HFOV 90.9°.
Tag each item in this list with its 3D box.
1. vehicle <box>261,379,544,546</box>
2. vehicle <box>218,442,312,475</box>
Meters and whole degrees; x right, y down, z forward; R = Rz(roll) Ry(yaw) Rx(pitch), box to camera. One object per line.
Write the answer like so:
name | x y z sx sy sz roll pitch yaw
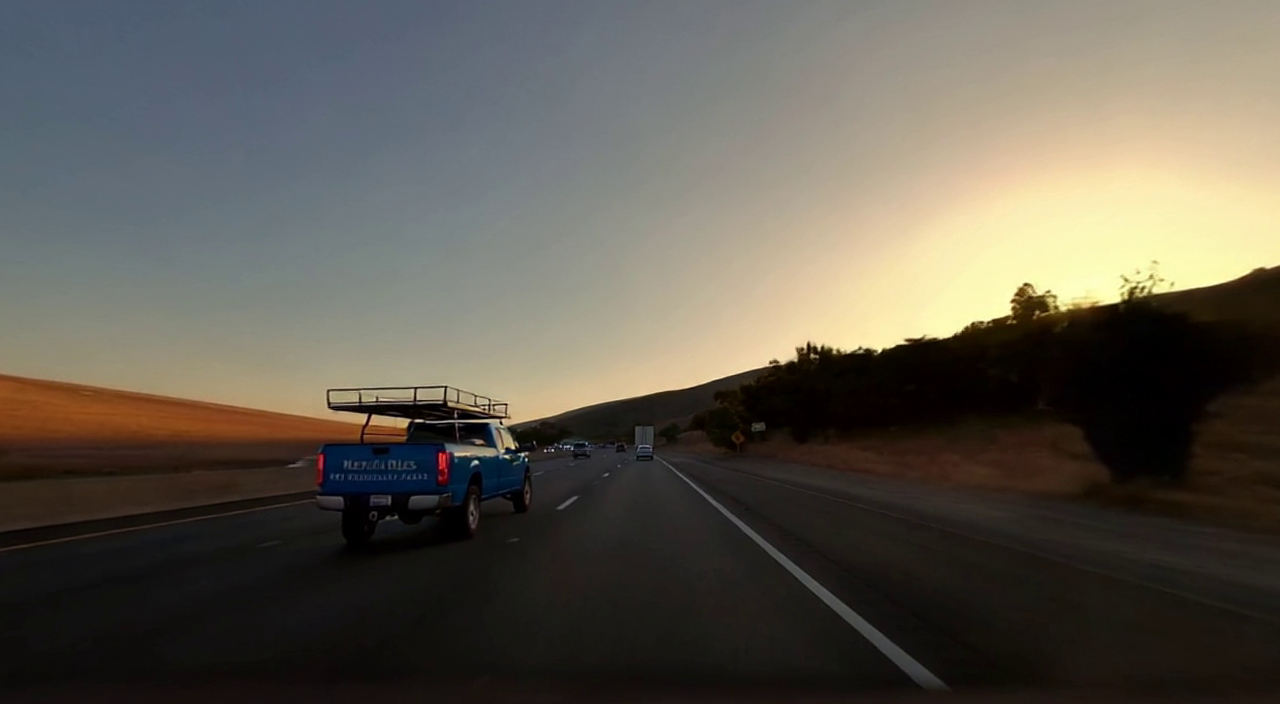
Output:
vehicle | -3.831 2.027 12.253 2.791 2.330 6.725 0 -8 1
vehicle | -28.328 8.031 48.036 2.617 2.264 7.208 0 -8 1
